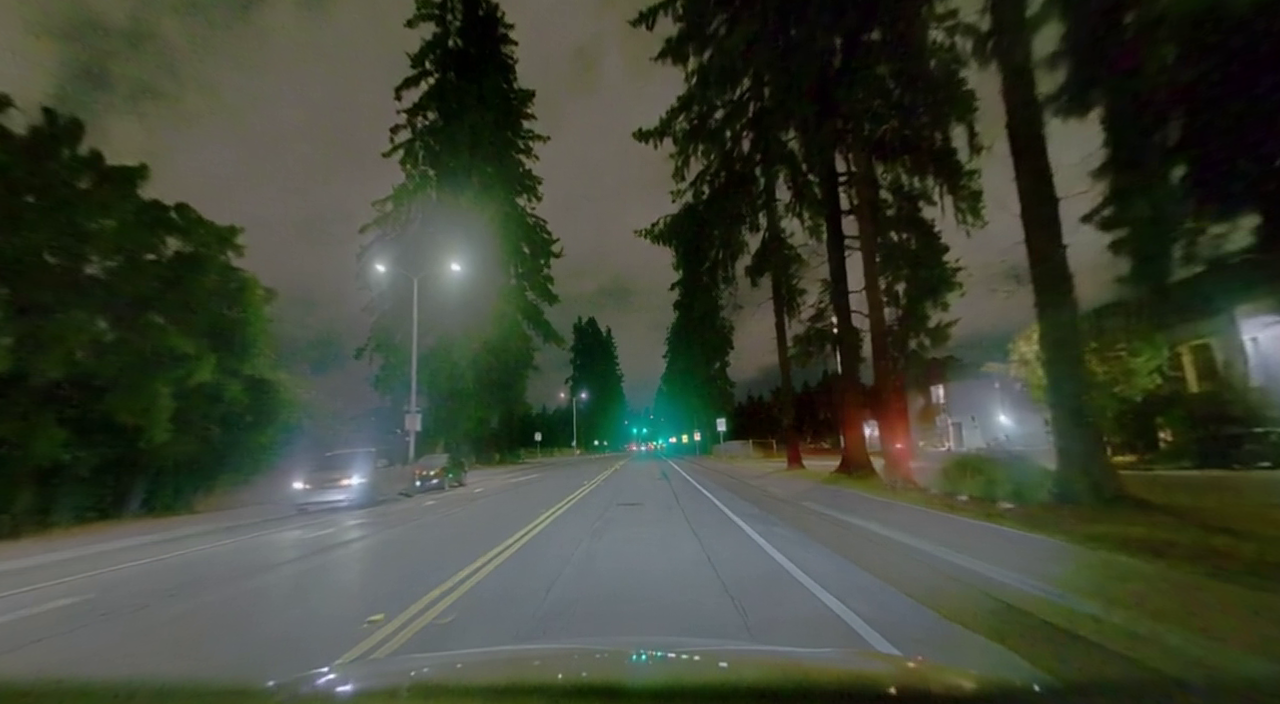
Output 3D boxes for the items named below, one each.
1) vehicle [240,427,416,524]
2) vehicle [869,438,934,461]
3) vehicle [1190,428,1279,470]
[{"bbox_3d":[-7.889,3.064,16.594,2.138,2.038,4.717,-4,-7,2],"label":"vehicle"},{"bbox_3d":[20.419,7.621,49.315,4.151,1.730,2.131,0,-9,6],"label":"vehicle"},{"bbox_3d":[23.397,3.565,23.272,4.263,1.473,1.974,-1,-8,1],"label":"vehicle"}]
